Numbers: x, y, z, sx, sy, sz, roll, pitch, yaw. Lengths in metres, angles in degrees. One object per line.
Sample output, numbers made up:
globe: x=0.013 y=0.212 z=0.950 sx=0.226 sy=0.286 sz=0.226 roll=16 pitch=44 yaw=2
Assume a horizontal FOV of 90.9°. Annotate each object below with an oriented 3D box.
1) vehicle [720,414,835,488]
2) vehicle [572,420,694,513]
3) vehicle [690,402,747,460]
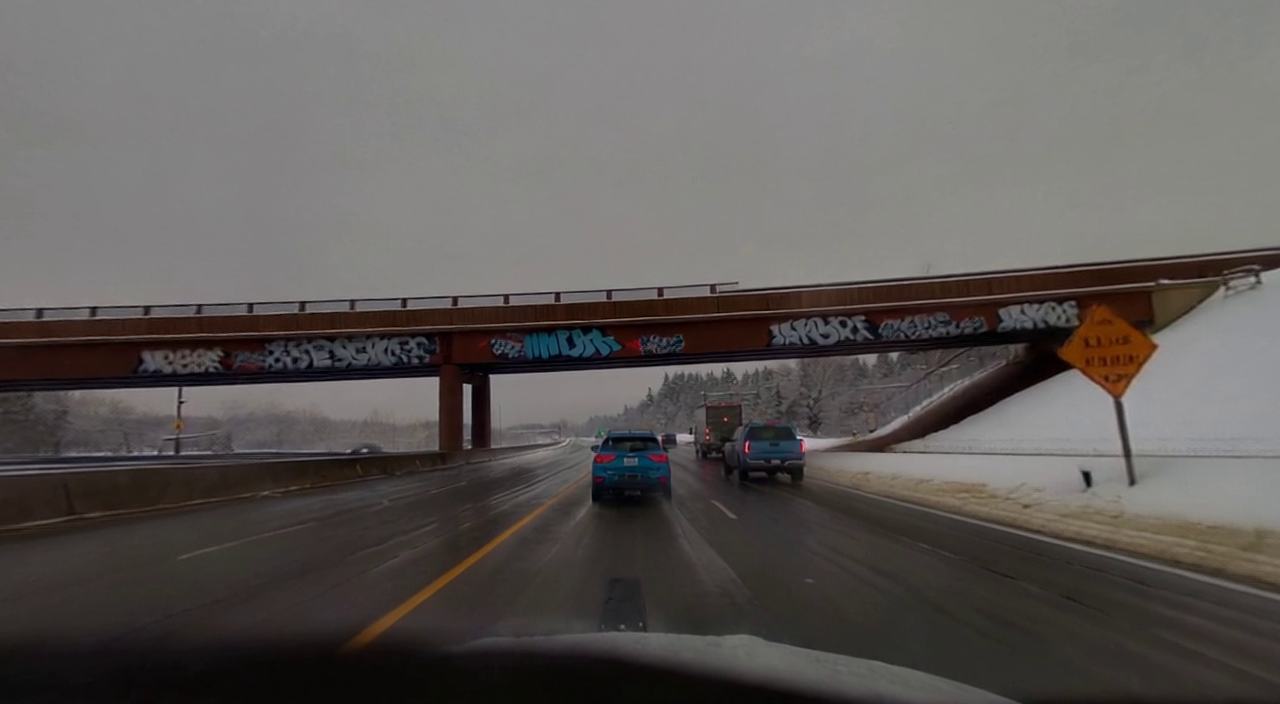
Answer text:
vehicle: x=4.009 y=3.048 z=19.682 sx=2.311 sy=1.922 sz=5.977 roll=0 pitch=-8 yaw=1
vehicle: x=-0.102 y=2.350 z=13.363 sx=2.193 sy=1.651 sz=3.946 roll=0 pitch=-8 yaw=1
vehicle: x=4.932 y=5.213 z=40.991 sx=2.873 sy=3.408 sz=7.323 roll=0 pitch=-8 yaw=1
